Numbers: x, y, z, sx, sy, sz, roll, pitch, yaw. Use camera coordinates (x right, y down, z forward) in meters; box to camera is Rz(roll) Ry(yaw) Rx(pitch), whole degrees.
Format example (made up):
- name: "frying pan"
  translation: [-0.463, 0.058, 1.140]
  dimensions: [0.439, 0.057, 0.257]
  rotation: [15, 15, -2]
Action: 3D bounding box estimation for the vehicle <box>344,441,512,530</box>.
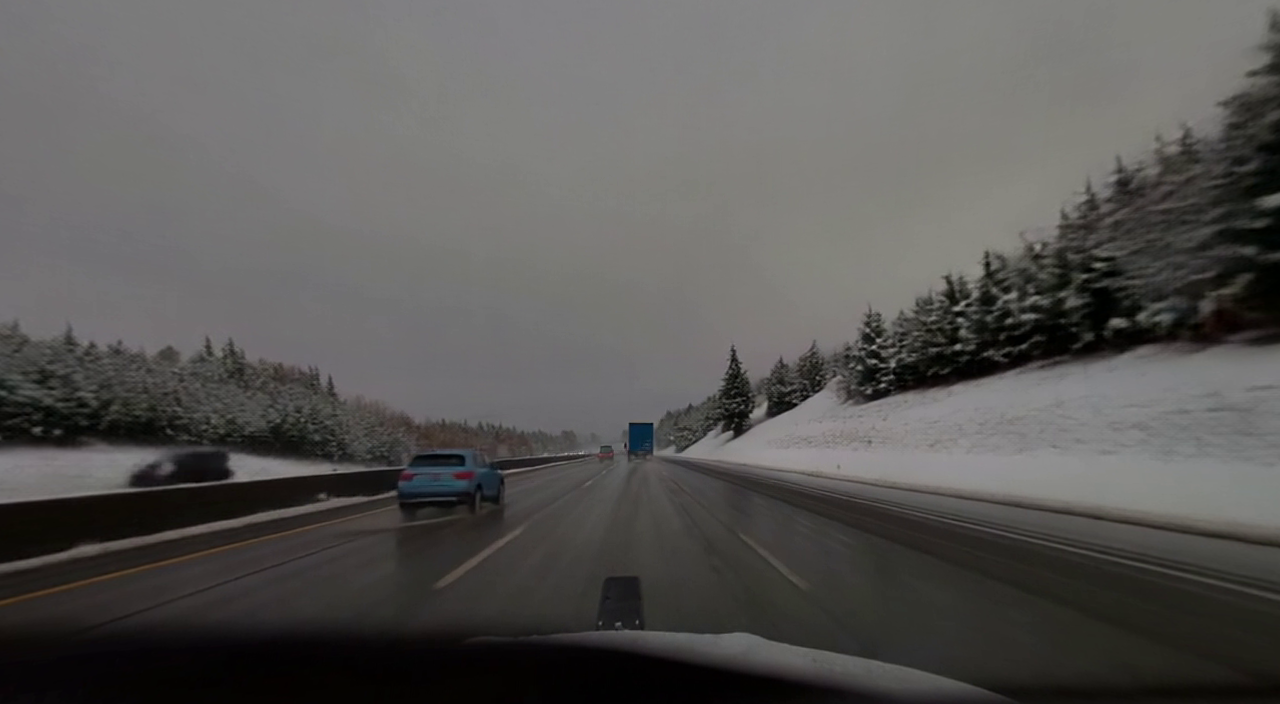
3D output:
- name: "vehicle"
  translation: [-4.142, 2.661, 13.170]
  dimensions: [2.051, 1.537, 4.111]
  rotation: [0, -9, 0]
